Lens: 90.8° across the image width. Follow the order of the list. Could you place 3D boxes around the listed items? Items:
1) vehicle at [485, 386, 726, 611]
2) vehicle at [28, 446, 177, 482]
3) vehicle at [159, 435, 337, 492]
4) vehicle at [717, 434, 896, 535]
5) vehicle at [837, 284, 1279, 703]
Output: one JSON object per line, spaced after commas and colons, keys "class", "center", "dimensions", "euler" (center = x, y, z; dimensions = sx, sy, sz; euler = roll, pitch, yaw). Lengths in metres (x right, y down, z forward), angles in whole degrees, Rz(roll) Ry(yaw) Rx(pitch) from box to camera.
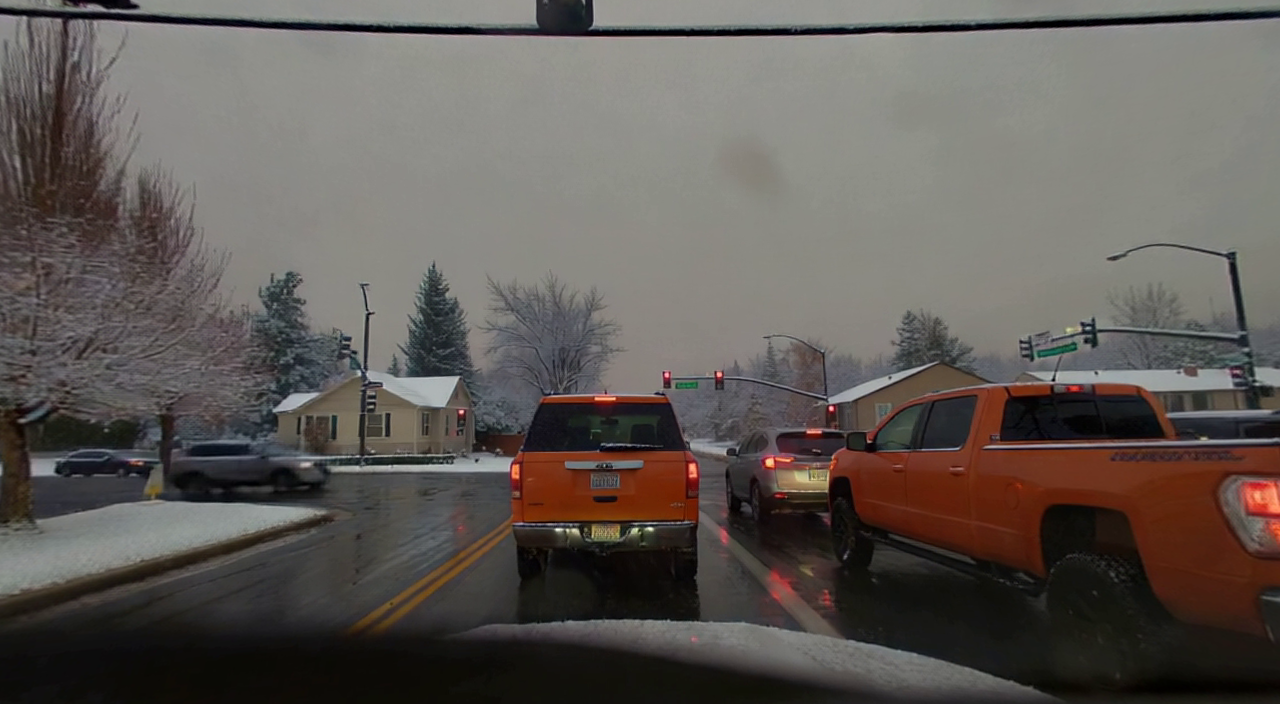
{"class": "vehicle", "center": [-0.229, 1.411, 6.808], "dimensions": [1.915, 1.780, 3.379], "euler": [0, -8, 2]}
{"class": "vehicle", "center": [-22.899, 4.782, 27.079], "dimensions": [4.533, 1.350, 1.714], "euler": [0, -8, -9]}
{"class": "vehicle", "center": [-13.031, 3.714, 21.310], "dimensions": [4.635, 1.755, 1.882], "euler": [1, -8, -8]}
{"class": "vehicle", "center": [2.719, 2.268, 11.537], "dimensions": [1.952, 1.465, 4.421], "euler": [0, -8, -1]}
{"class": "vehicle", "center": [2.982, 0.972, 3.795], "dimensions": [1.886, 1.849, 5.070], "euler": [0, -8, -1]}
